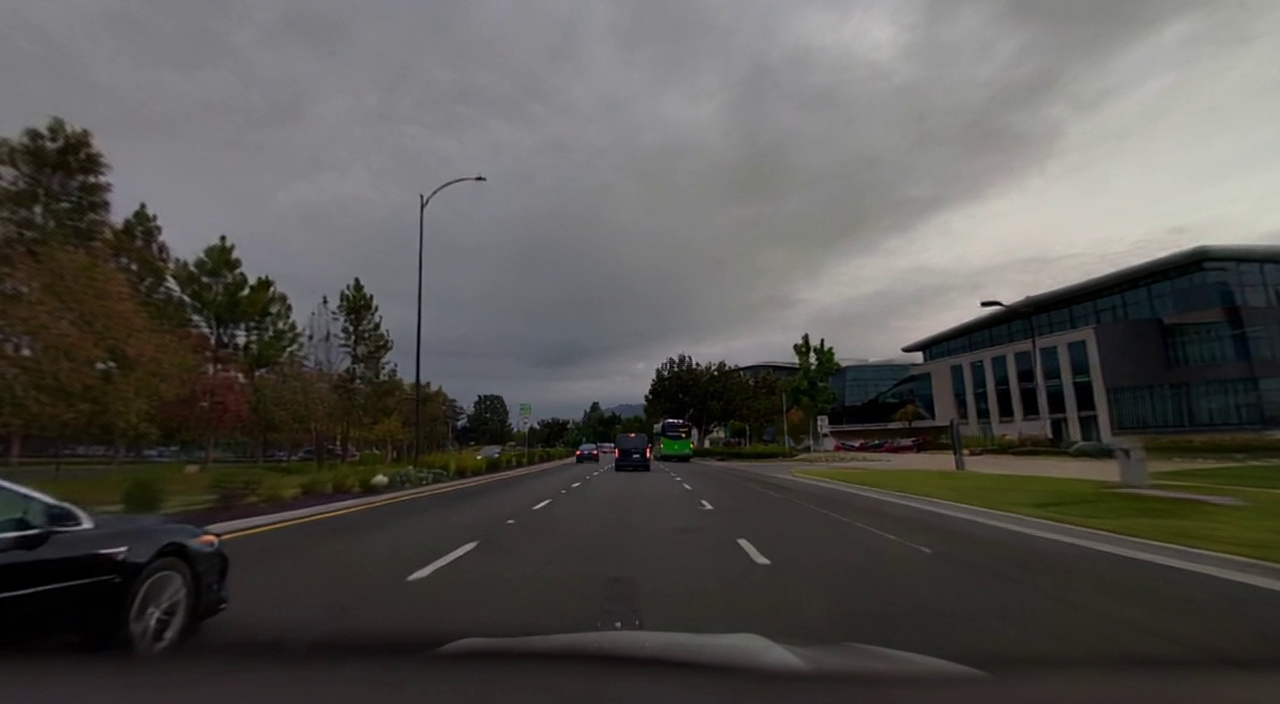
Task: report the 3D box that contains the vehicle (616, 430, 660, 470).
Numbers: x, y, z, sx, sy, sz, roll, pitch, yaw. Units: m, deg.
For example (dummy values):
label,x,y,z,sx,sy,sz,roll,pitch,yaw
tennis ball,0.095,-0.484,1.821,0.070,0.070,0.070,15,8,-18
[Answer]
label,x,y,z,sx,sy,sz,roll,pitch,yaw
vehicle,-0.082,5.670,36.569,2.336,2.122,5.207,0,-9,1

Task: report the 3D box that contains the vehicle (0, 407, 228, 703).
label,x,y,z,sx,sy,sz,roll,pitch,yaw
vehicle,-3.791,0.853,1.806,2.120,1.481,4.535,0,-9,1
